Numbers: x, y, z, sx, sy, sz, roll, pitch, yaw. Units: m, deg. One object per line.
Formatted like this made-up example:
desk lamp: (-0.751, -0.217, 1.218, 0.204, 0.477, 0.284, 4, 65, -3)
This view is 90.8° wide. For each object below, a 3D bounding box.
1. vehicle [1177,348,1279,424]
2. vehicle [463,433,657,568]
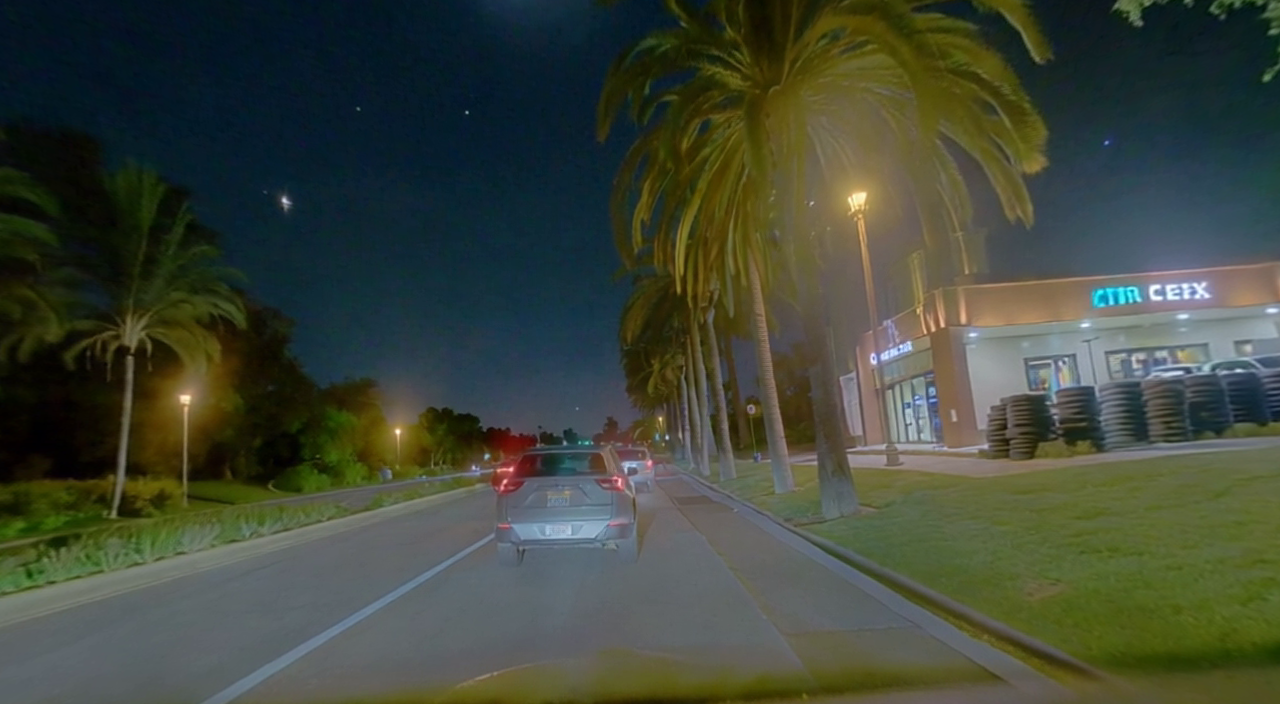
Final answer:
vehicle: (16.519, 0.951, 16.509, 1.810, 1.669, 3.883, 0, -8, 7)
vehicle: (-0.957, 1.973, 9.205, 2.169, 1.495, 4.048, 0, -8, -2)
